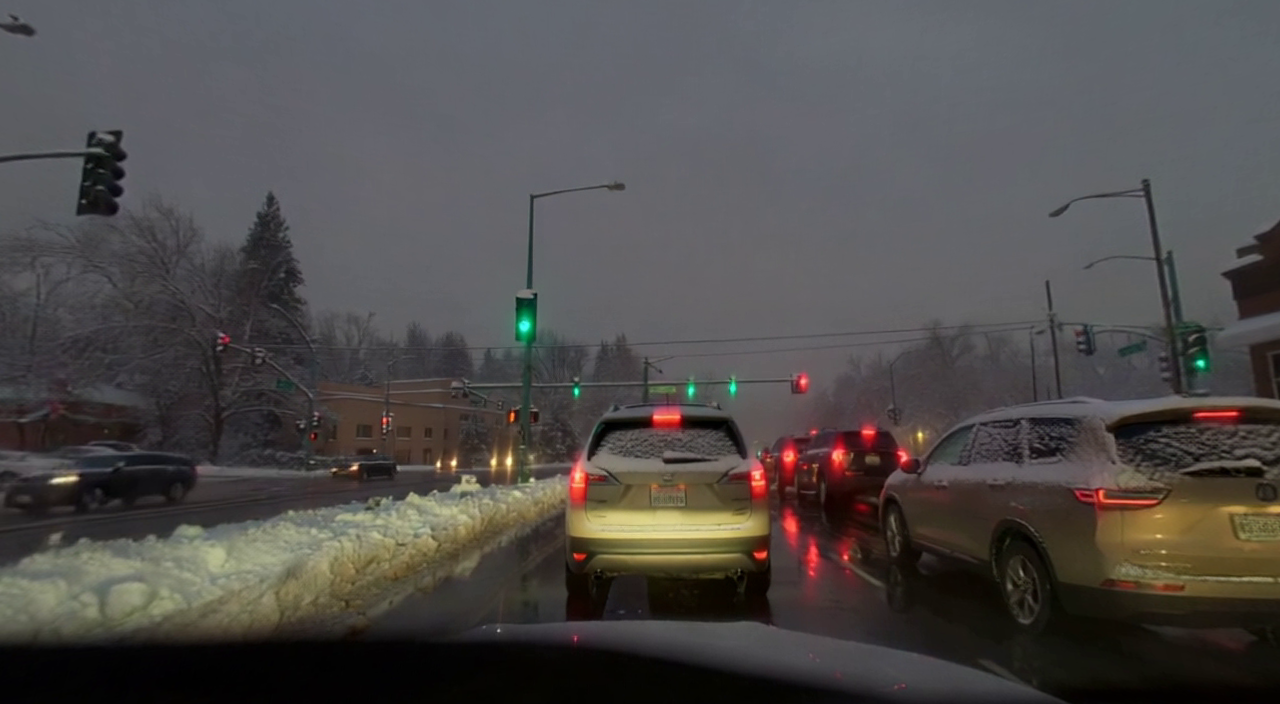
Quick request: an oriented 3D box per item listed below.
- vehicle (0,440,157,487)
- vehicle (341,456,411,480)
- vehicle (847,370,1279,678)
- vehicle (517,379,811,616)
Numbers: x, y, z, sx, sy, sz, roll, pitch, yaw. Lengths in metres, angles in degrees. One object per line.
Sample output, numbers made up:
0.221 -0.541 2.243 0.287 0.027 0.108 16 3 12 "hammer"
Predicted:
-24.566 4.841 27.556 5.062 1.946 2.243 0 -9 -1 "vehicle"
-18.044 7.933 43.398 1.864 1.444 4.255 -4 -9 22 "vehicle"
3.561 1.274 5.719 2.018 1.701 4.288 0 -9 2 "vehicle"
0.233 1.464 7.224 2.292 1.840 4.394 0 -9 1 "vehicle"
